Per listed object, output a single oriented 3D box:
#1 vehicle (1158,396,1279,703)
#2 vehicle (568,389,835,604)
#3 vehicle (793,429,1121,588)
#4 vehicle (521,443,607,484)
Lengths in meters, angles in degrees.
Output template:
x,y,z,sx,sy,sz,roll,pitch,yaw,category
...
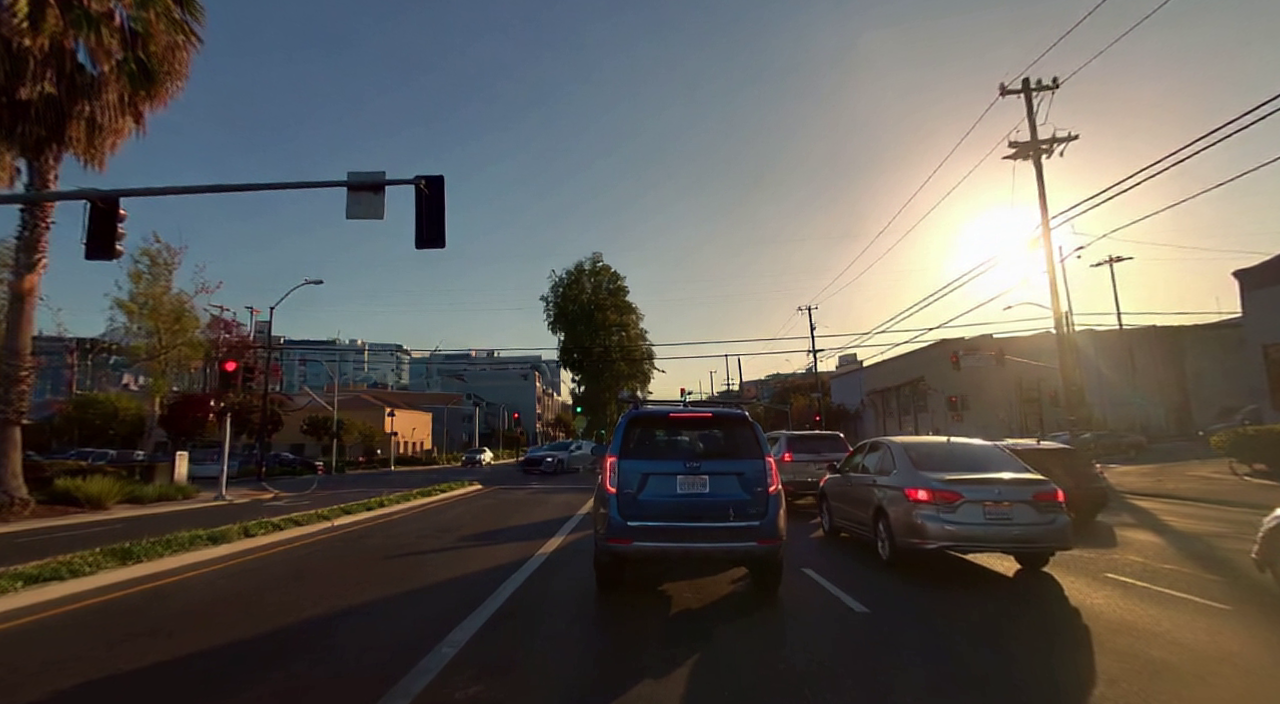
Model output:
x,y,z,sx,sy,sz,roll,pitch,yaw,category
3.353,0.663,0.743,1.805,1.485,4.348,0,-9,1,vehicle
0.446,1.525,7.471,2.228,1.780,4.269,0,-9,-2,vehicle
3.465,1.775,8.026,1.895,1.456,4.255,0,-9,-1,vehicle
-3.410,4.841,27.689,1.964,1.628,4.415,6,-10,-33,vehicle
